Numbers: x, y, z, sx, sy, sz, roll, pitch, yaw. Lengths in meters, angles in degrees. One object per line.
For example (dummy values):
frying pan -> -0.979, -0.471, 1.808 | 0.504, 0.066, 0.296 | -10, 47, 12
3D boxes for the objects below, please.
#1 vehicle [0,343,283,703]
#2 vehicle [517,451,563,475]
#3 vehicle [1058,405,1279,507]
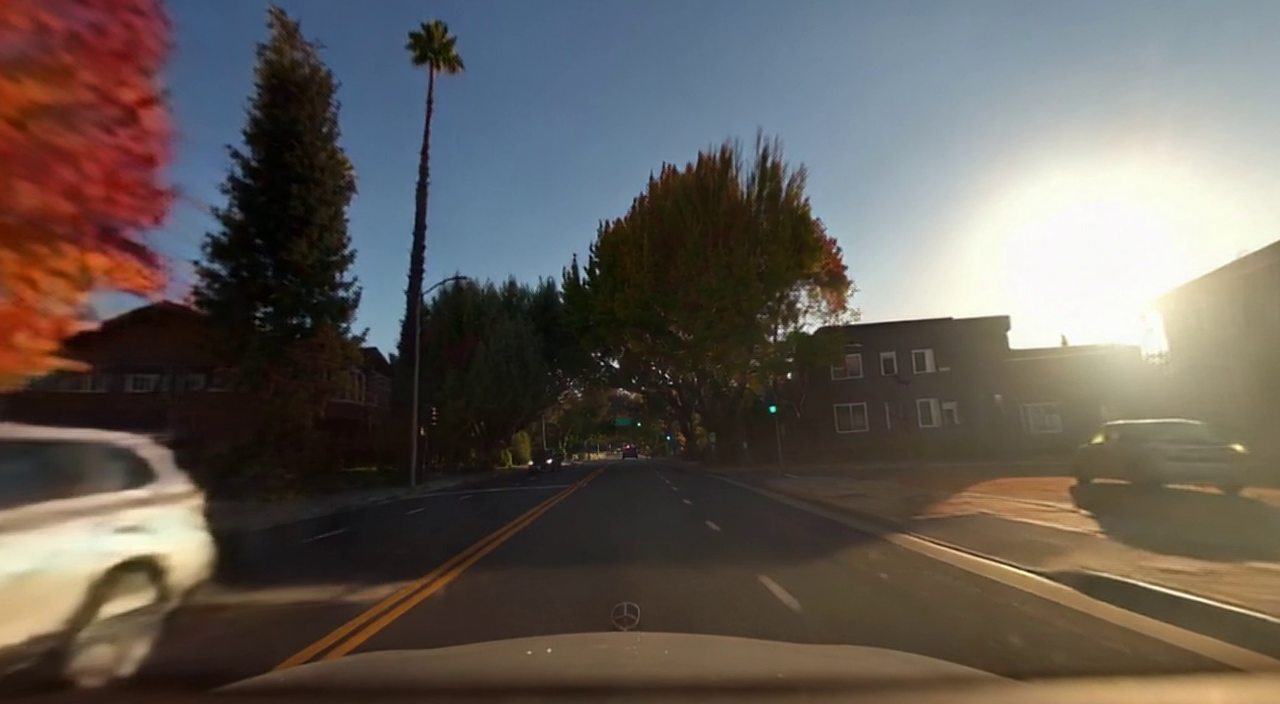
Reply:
vehicle -> -3.924, 0.778, 2.398 | 2.356, 1.702, 4.700 | 0, -9, 0
vehicle -> -6.545, 7.331, 41.941 | 2.243, 1.476, 4.729 | 0, -9, 0
vehicle -> 12.149, 2.402, 14.744 | 2.028, 1.935, 5.021 | -2, -9, 10
